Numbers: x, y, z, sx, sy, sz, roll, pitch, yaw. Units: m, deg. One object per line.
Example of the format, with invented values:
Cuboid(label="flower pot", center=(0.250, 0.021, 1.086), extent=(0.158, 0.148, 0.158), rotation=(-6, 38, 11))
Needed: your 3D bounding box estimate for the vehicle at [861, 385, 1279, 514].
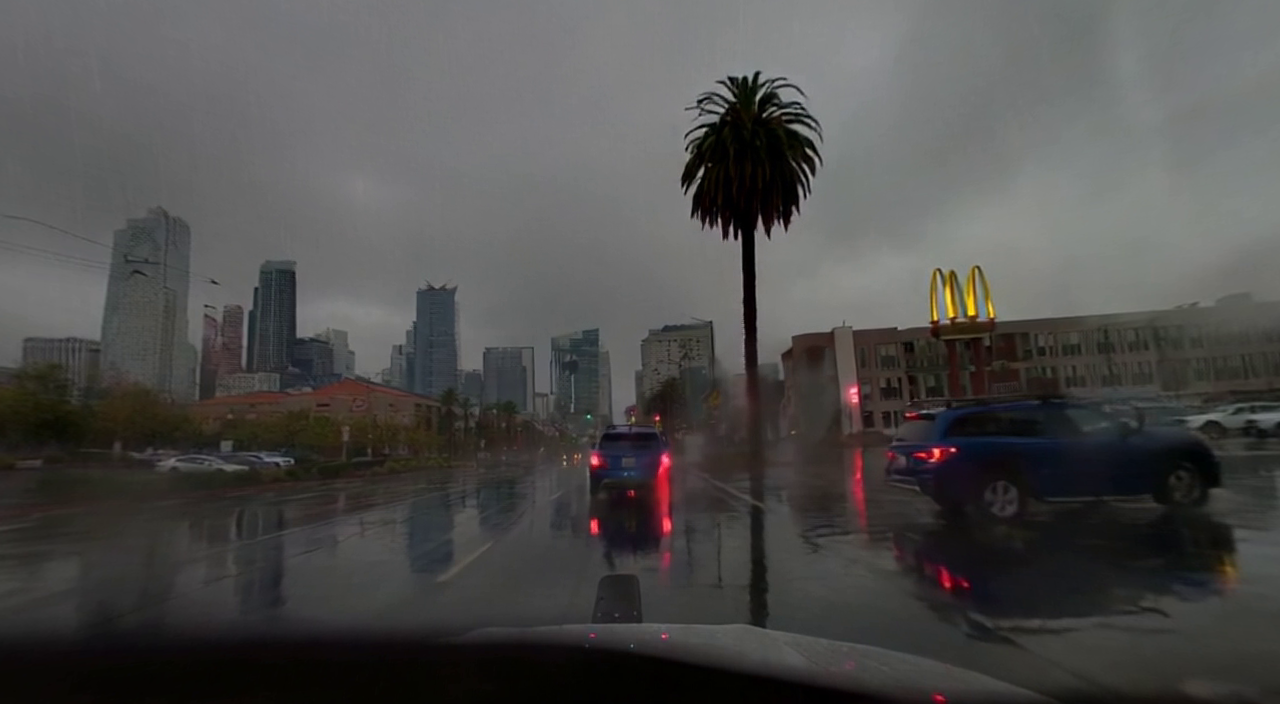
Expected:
Cuboid(label="vehicle", center=(6.238, 1.482, 9.697), extent=(4.828, 1.733, 2.231), rotation=(0, -9, 0))

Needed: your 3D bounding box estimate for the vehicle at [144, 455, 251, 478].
Cuboid(label="vehicle", center=(-27.610, 7.150, 39.622), extent=(5.154, 1.343, 1.943), rotation=(4, -9, -24))

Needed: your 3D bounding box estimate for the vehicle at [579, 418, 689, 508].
Cuboid(label="vehicle", center=(-0.179, 2.553, 14.882), extent=(2.234, 1.818, 3.869), rotation=(0, -9, -1))
